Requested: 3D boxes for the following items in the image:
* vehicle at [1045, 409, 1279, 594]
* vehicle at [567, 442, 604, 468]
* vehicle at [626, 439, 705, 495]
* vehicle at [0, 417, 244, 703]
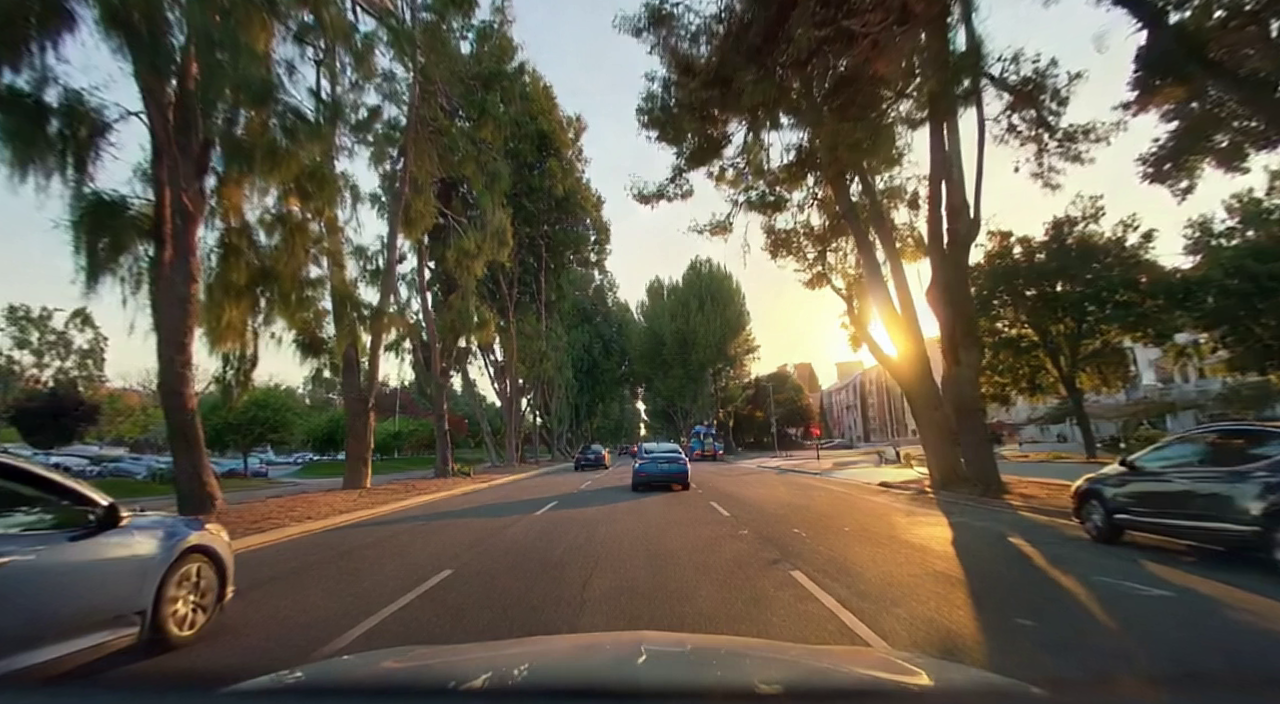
[{"bbox_3d":[6.437,1.407,6.312,1.952,1.554,4.322,-1,-9,2],"label":"vehicle"},{"bbox_3d":[-3.642,6.988,43.024,2.062,1.641,4.193,0,-9,1],"label":"vehicle"},{"bbox_3d":[0.654,3.326,18.628,2.086,1.466,4.026,0,-9,-1],"label":"vehicle"},{"bbox_3d":[-4.088,1.010,2.416,2.003,1.507,4.808,-2,-8,1],"label":"vehicle"}]
